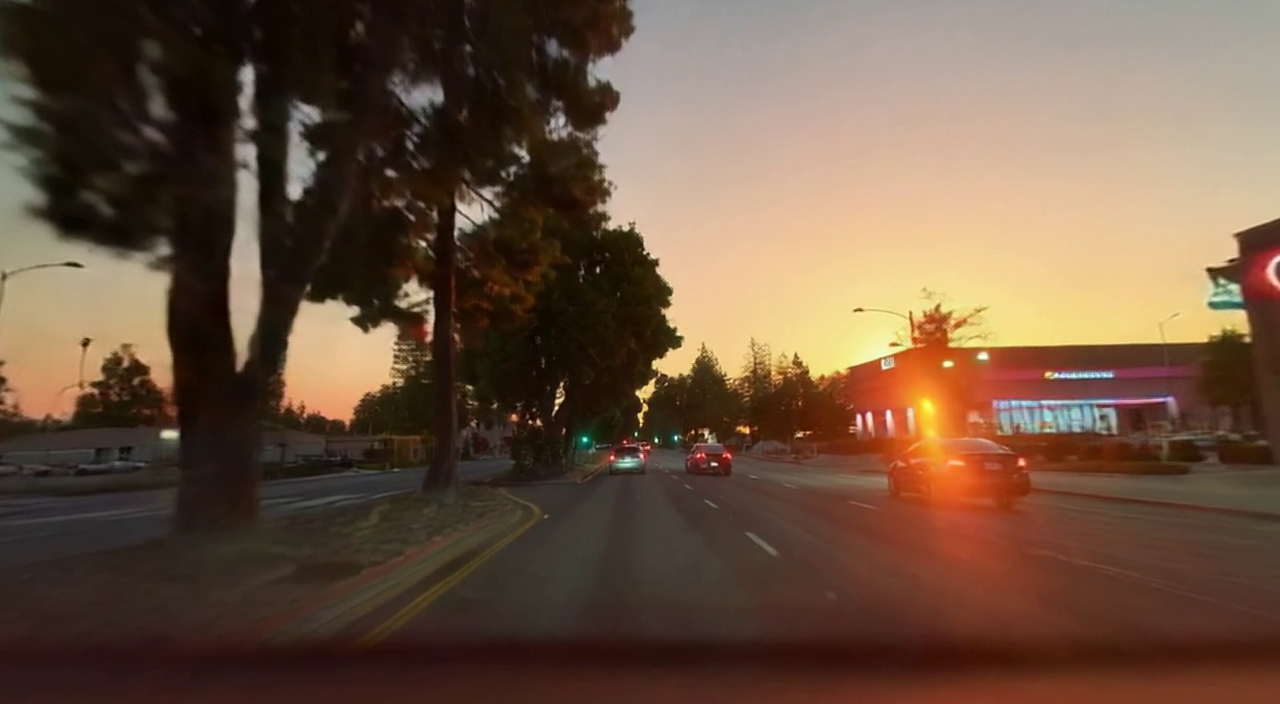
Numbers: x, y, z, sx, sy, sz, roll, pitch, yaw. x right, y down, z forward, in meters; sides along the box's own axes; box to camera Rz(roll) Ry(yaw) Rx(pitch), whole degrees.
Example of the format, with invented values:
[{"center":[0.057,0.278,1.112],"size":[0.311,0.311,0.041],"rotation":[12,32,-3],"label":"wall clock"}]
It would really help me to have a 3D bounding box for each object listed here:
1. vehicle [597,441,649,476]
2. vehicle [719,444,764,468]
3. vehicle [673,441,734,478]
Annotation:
[{"center":[-0.763,4.891,29.237],"size":[2.242,1.474,4.127],"rotation":[0,-8,-1],"label":"vehicle"},{"center":[6.434,6.609,40.338],"size":[2.068,1.393,3.874],"rotation":[0,-8,-2],"label":"vehicle"},{"center":[2.699,4.706,27.962],"size":[2.057,1.491,4.675],"rotation":[0,-8,-2],"label":"vehicle"}]
